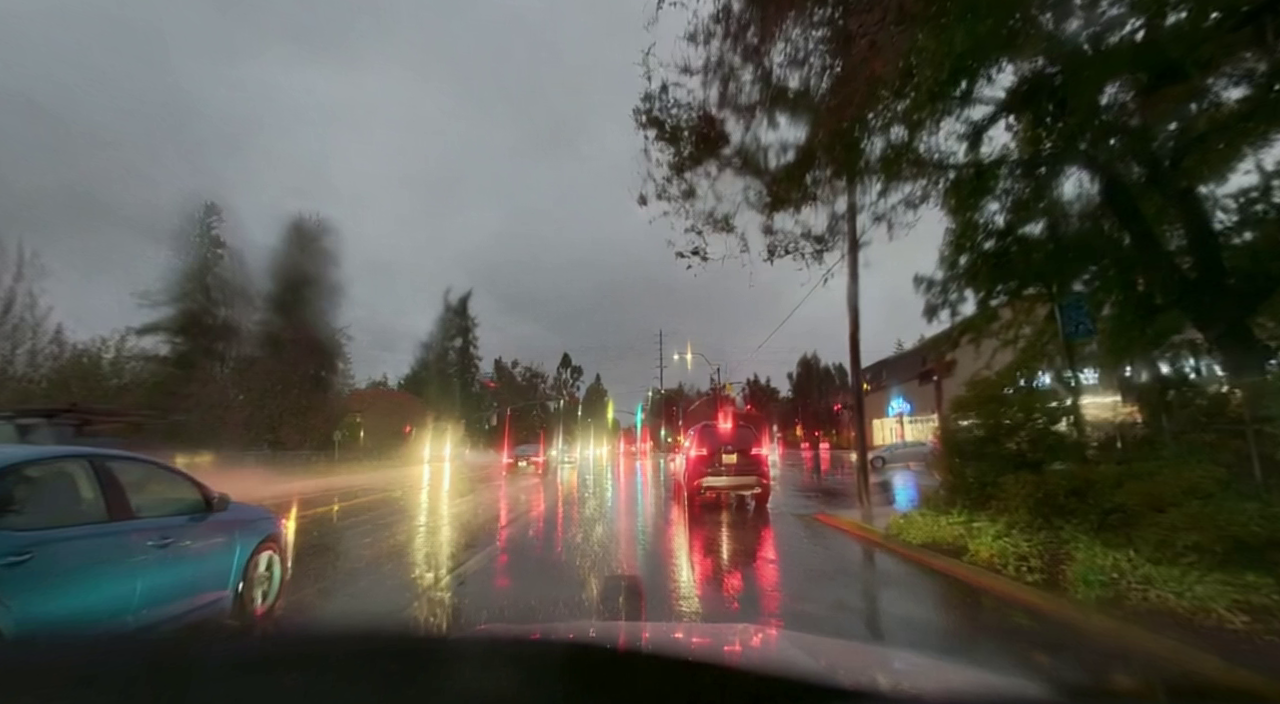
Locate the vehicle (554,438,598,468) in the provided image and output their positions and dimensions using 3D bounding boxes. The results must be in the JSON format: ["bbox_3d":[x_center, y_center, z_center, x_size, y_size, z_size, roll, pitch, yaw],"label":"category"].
[{"bbox_3d":[-3.725,5.983,37.219,2.053,1.652,3.873,0,-9,2],"label":"vehicle"}]

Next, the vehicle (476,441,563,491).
[{"bbox_3d":[-3.825,3.709,20.731,2.042,1.470,4.123,0,-9,0],"label":"vehicle"}]

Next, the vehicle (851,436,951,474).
[{"bbox_3d":[12.326,4.893,29.832,3.871,1.525,1.835,-3,-10,0],"label":"vehicle"}]

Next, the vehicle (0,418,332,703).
[{"bbox_3d":[-4.048,1.198,3.930,2.026,1.466,4.282,0,-8,0],"label":"vehicle"}]

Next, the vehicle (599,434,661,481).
[{"bbox_3d":[-0.315,4.084,24.453,2.206,1.666,3.912,0,-8,1],"label":"vehicle"}]

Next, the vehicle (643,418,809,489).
[{"bbox_3d":[2.639,3.117,19.413,4.642,1.955,2.052,-4,-9,23],"label":"vehicle"}]
